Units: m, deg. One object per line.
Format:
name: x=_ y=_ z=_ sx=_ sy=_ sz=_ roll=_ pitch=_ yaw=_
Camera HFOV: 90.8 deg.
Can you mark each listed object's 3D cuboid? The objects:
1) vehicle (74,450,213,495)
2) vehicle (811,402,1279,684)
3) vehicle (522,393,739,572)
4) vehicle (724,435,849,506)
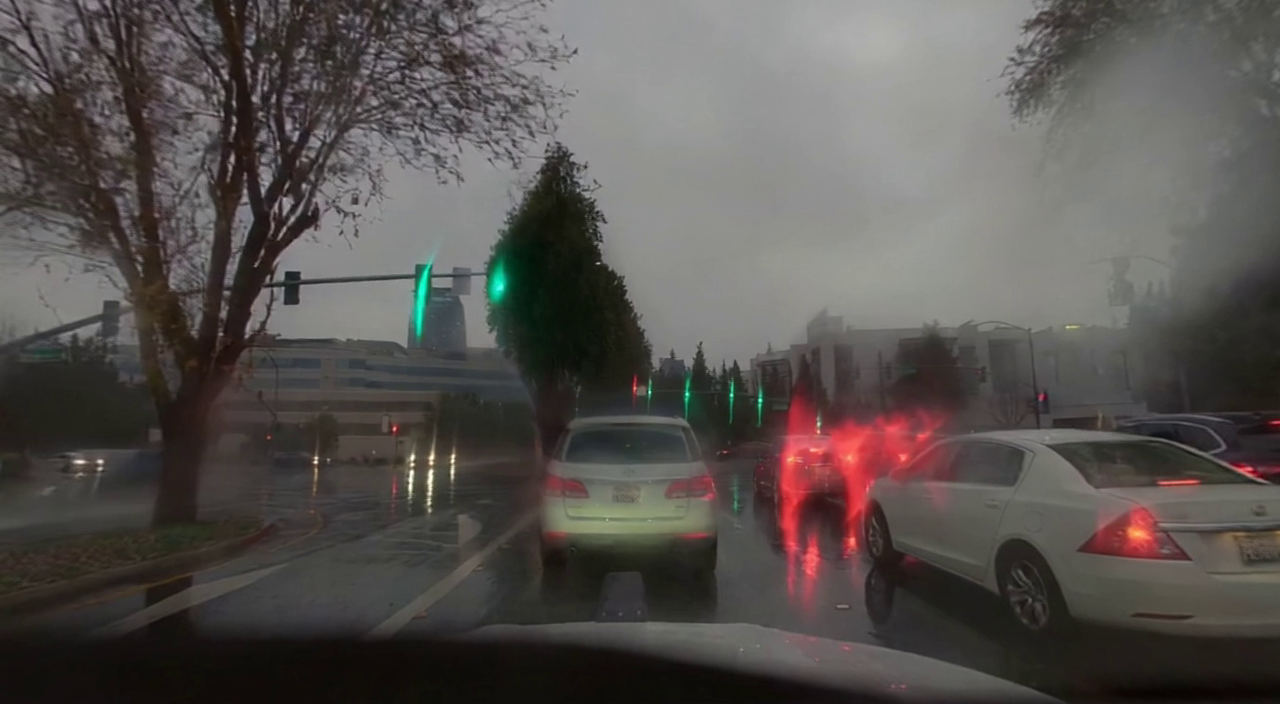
vehicle: x=-20.831 y=5.029 z=26.839 sx=2.132 sy=1.695 sz=4.619 roll=0 pitch=-8 yaw=-1
vehicle: x=3.361 y=1.425 z=6.000 sx=2.034 sy=1.558 sz=4.774 roll=0 pitch=-9 yaw=-1
vehicle: x=-0.169 y=1.671 z=8.778 sx=2.236 sy=1.827 sz=4.316 roll=0 pitch=-9 yaw=-2
vehicle: x=3.493 y=2.921 z=15.989 sx=2.004 sy=1.523 sz=4.263 roll=0 pitch=-9 yaw=-2
